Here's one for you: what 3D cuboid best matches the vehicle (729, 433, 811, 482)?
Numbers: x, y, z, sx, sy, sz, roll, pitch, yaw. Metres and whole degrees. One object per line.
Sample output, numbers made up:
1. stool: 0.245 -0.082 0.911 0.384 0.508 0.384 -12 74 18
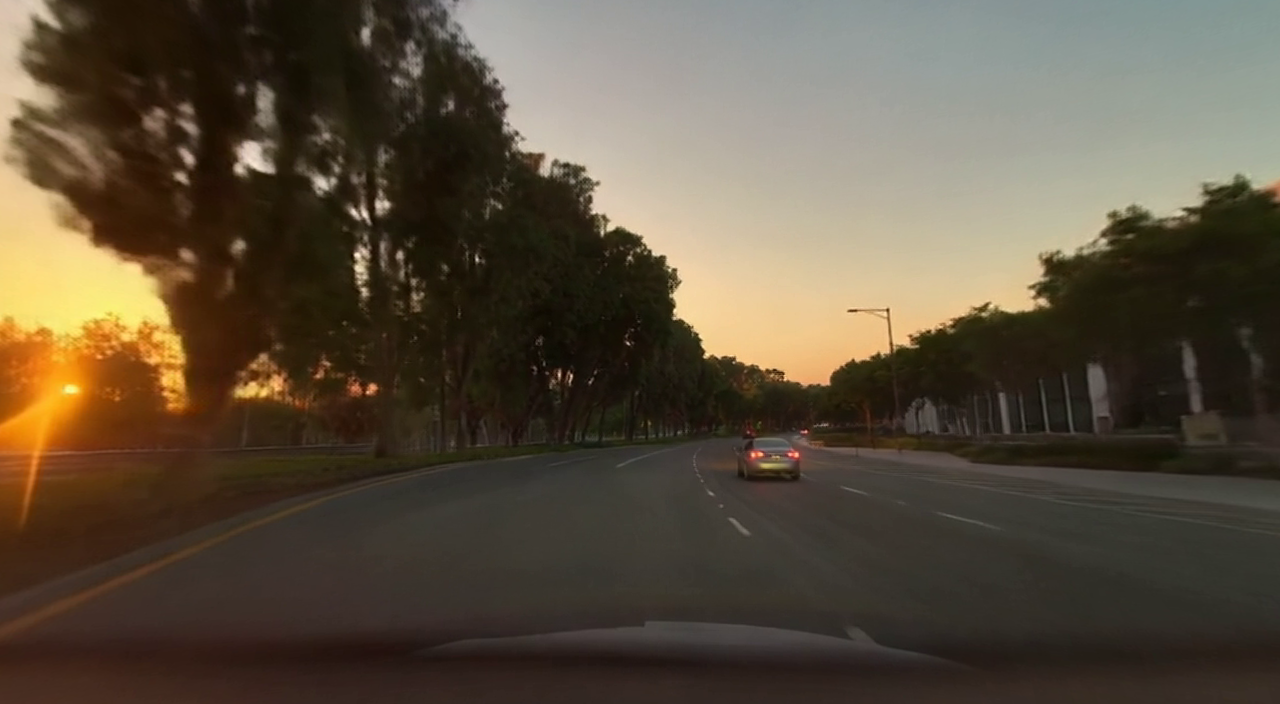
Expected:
1. vehicle: 4.199 3.501 21.210 1.928 1.481 4.453 0 -9 2
